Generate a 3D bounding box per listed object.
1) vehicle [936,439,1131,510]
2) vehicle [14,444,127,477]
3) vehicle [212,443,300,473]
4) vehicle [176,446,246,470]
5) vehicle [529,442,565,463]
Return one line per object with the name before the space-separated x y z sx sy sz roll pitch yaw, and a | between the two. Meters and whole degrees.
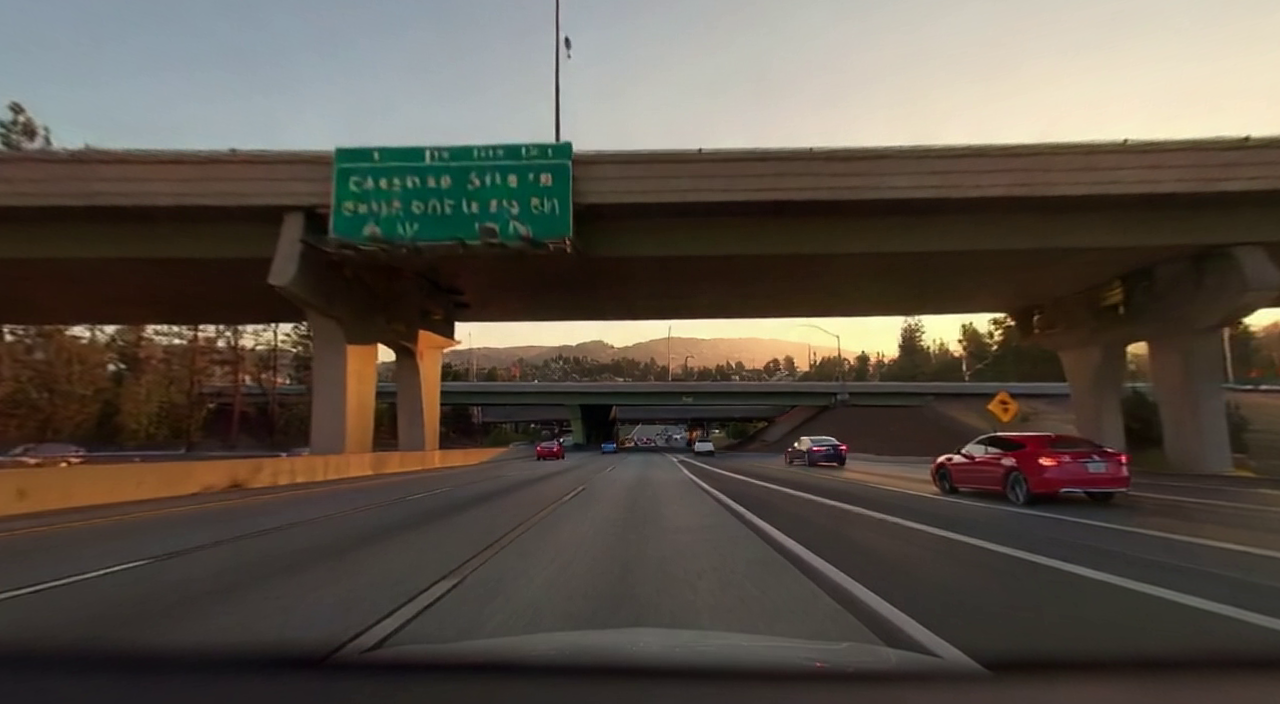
vehicle | 9.488 2.953 15.732 2.000 1.515 4.188 0 -8 -3
vehicle | -36.047 6.853 40.181 2.029 1.911 5.328 -1 -8 3
vehicle | -21.477 5.928 35.518 1.991 1.538 4.561 0 -8 1
vehicle | -31.933 7.869 47.143 1.884 1.678 4.414 -1 -8 4
vehicle | -7.062 7.677 48.316 1.987 1.486 4.174 0 -8 1
